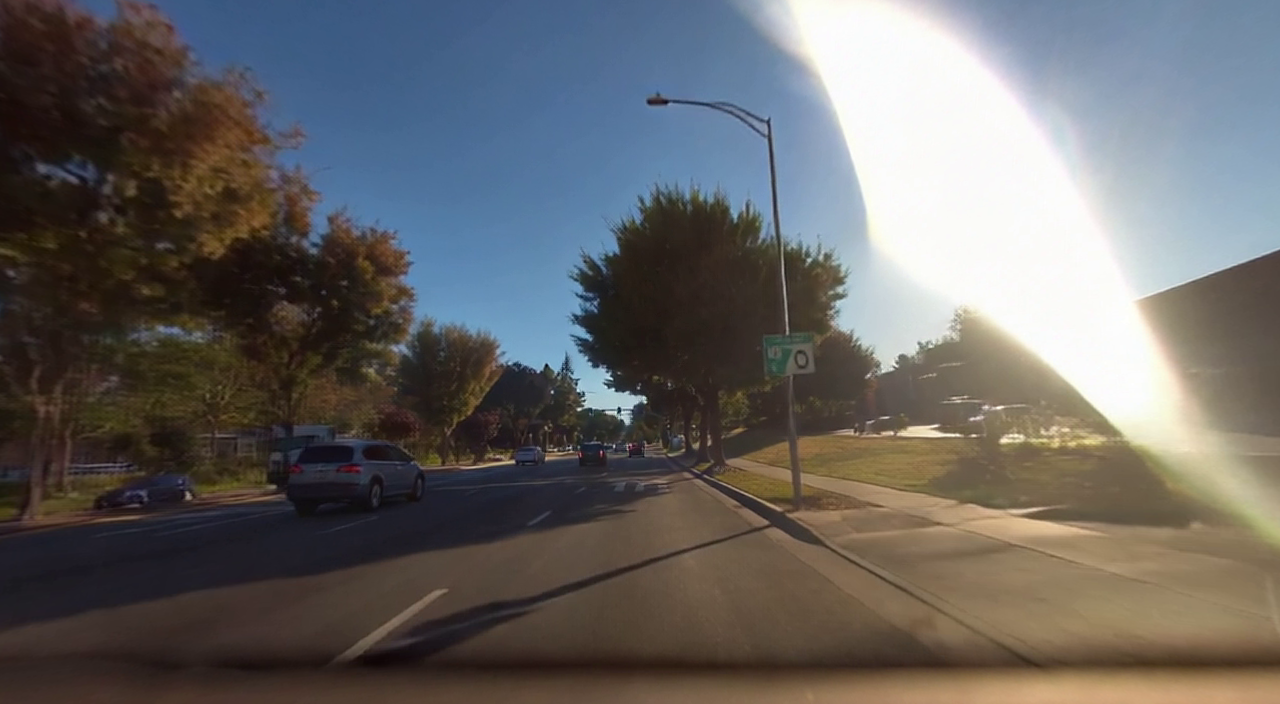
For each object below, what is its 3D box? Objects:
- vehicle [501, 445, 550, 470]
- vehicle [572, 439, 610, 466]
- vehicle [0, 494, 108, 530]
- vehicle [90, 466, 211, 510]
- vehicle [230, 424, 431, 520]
[{"bbox_3d":[-6.827,6.364,38.087,2.072,1.427,4.328,0,-9,1],"label":"vehicle"},{"bbox_3d":[-3.148,6.566,41.158,2.100,1.661,3.837,0,-9,1],"label":"vehicle"},{"bbox_3d":[-18.358,4.873,19.319,0.944,0.724,3.568,1,-9,2],"label":"vehicle"},{"bbox_3d":[-22.070,6.098,28.707,1.900,1.467,4.655,-6,-8,-1],"label":"vehicle"},{"bbox_3d":[-6.789,2.694,14.627,2.137,1.835,4.844,0,-9,1],"label":"vehicle"}]
